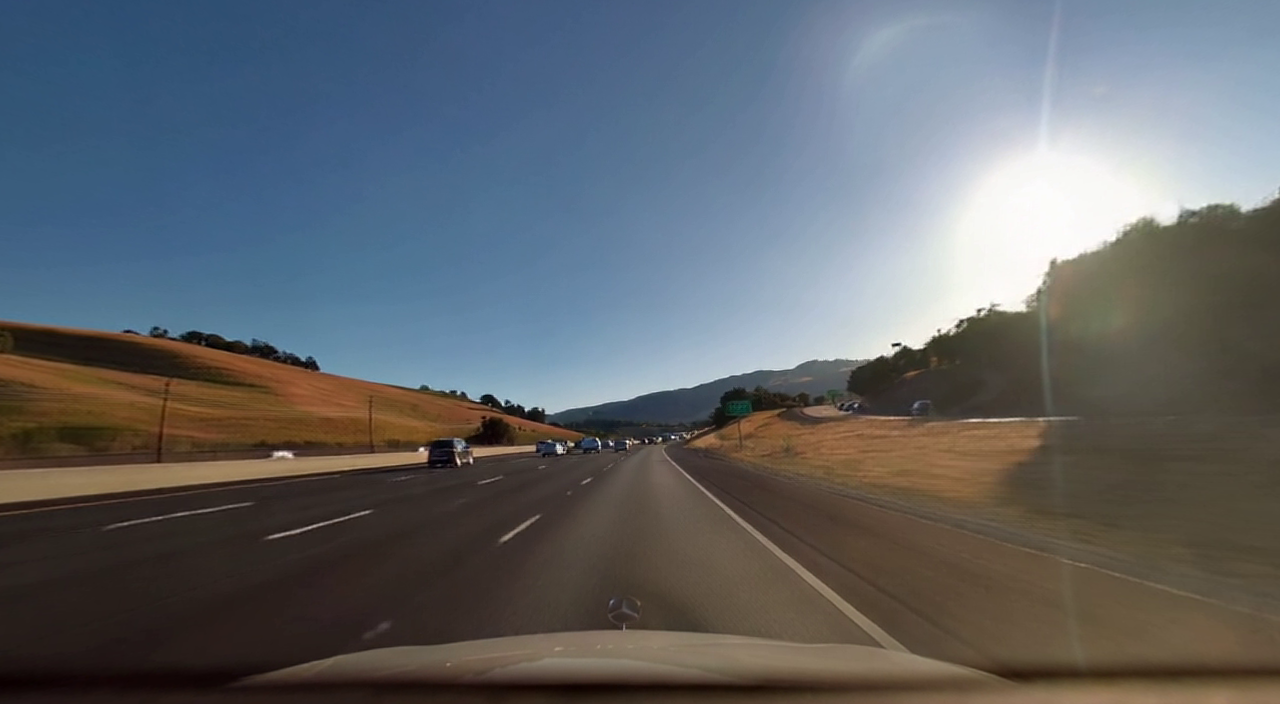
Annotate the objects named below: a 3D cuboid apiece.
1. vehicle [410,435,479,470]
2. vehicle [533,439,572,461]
[{"bbox_3d":[-10.381,5.373,33.869,2.122,1.695,4.437,0,-9,2],"label":"vehicle"},{"bbox_3d":[-6.347,7.162,46.263,2.107,1.484,4.449,0,-9,2],"label":"vehicle"}]
